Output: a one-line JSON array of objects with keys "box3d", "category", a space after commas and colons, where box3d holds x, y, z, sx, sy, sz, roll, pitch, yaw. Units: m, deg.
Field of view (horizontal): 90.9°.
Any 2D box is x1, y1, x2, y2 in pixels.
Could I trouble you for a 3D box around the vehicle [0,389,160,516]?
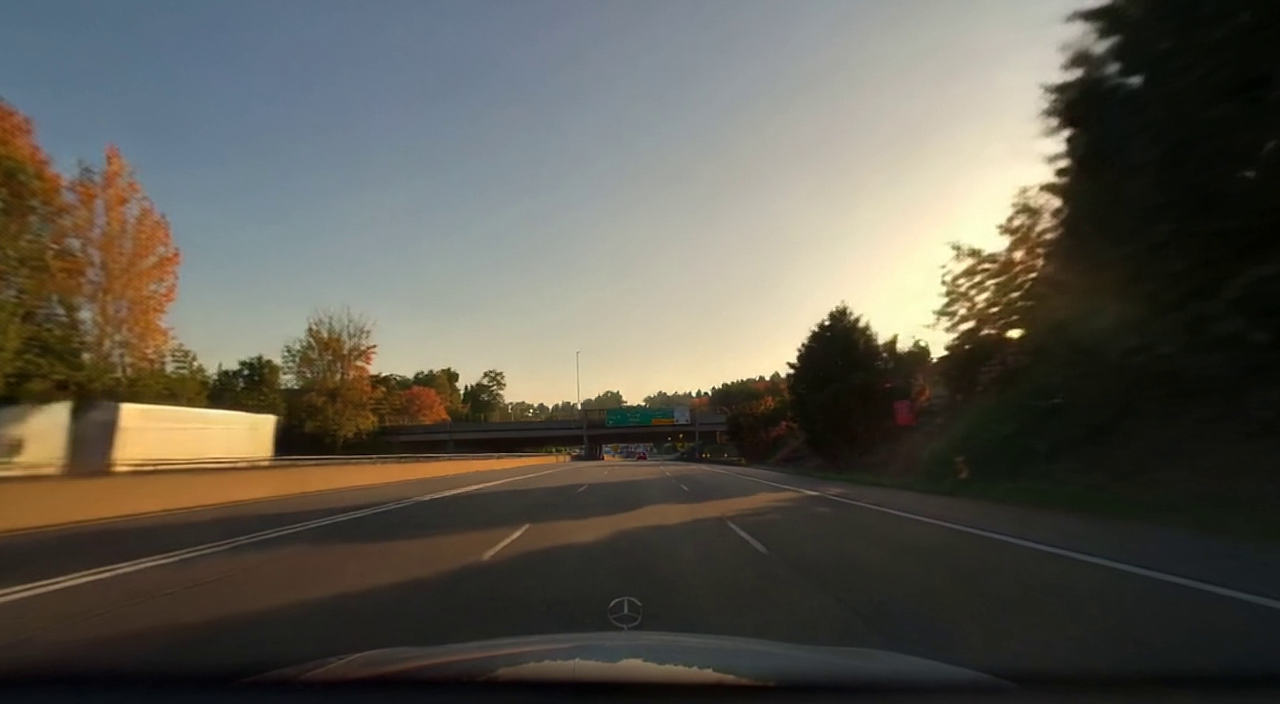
[{"box3d": [-19.560, 3.309, 20.652, 2.894, 3.573, 5.913, -2, -9, 0], "category": "vehicle"}]
